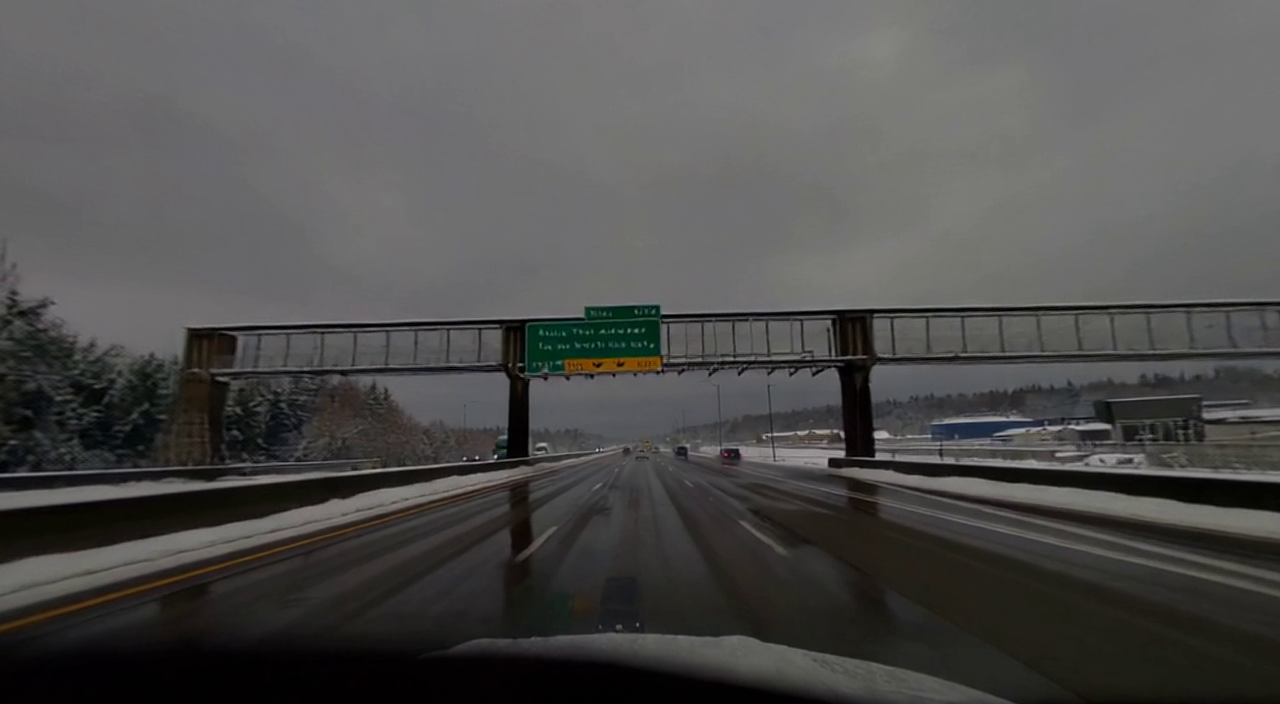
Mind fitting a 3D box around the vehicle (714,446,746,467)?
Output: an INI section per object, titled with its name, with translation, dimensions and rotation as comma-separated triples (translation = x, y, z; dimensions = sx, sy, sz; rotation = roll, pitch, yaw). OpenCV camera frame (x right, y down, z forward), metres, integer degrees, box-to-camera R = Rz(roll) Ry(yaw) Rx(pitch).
[vehicle]
translation = 6.881, 7.986, 48.498
dimensions = 1.923, 1.516, 3.815
rotation = 0, -9, 0
